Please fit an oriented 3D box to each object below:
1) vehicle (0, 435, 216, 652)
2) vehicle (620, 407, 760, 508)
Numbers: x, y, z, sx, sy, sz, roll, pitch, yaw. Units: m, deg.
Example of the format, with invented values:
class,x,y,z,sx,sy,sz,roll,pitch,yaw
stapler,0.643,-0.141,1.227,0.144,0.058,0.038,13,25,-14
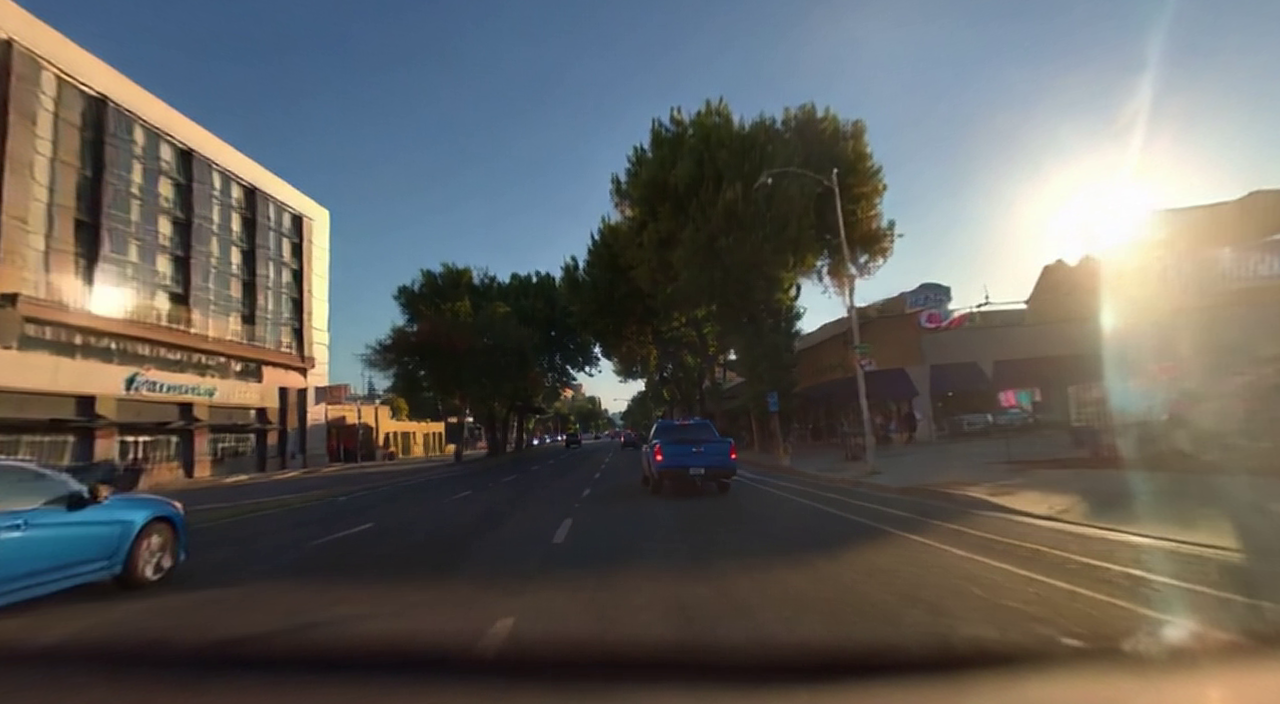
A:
class,x,y,z,sx,sy,sz,roll,pitch,yaw
vehicle,-5.198,1.254,4.023,1.888,1.424,4.553,0,-8,-1
vehicle,0.884,2.462,15.204,2.590,1.932,5.776,0,-8,-3
